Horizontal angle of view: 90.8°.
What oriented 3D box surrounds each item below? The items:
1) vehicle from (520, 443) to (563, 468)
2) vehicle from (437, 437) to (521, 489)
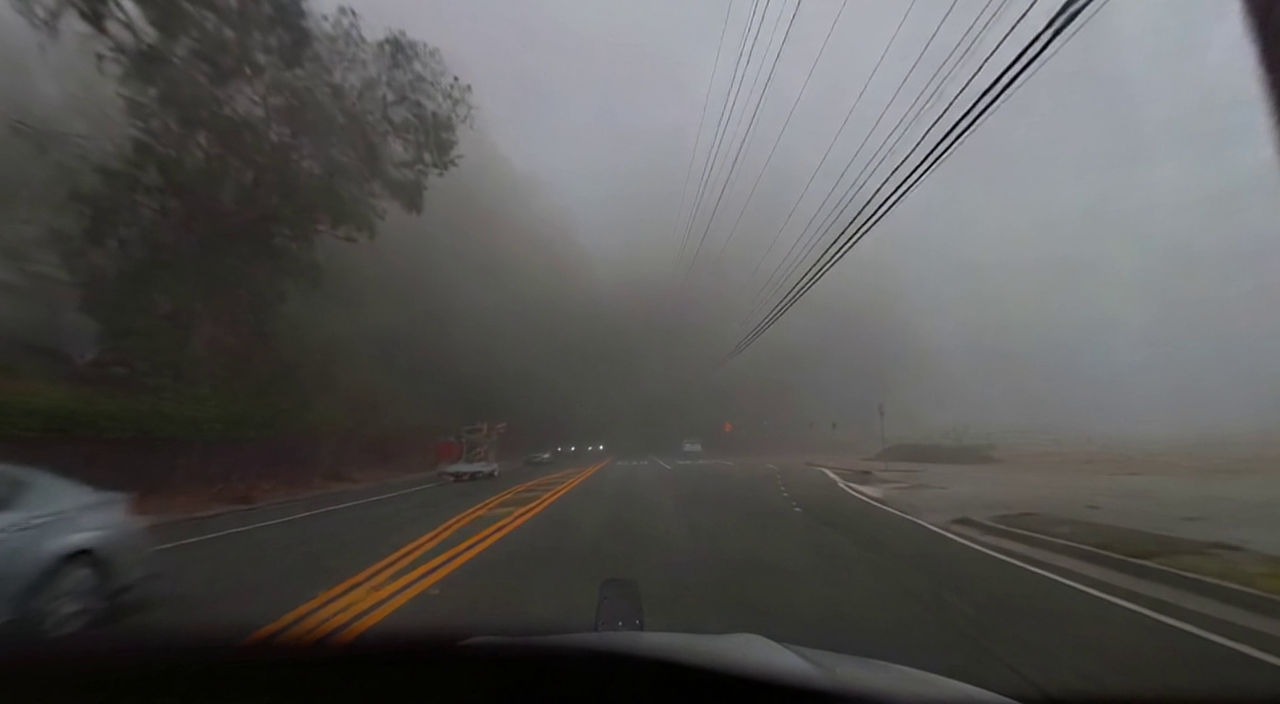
[{"bbox_3d":[-6.309,6.669,40.909,2.043,1.484,4.532,0,-9,0],"label":"vehicle"},{"bbox_3d":[-5.509,3.821,22.124,2.001,1.616,4.064,0,-9,-2],"label":"vehicle"}]
